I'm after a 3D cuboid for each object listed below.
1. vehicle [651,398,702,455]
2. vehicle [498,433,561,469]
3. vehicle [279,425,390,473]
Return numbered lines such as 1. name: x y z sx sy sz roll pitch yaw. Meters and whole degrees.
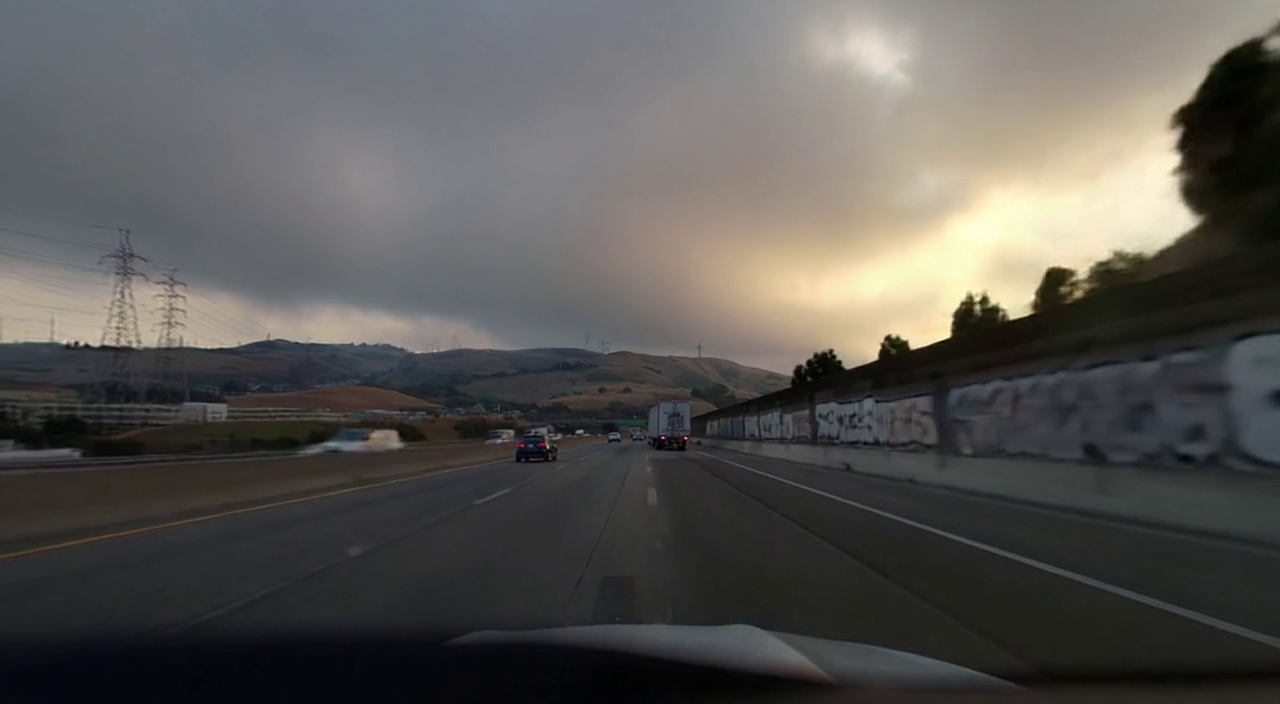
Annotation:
1. vehicle: 2.539 5.823 48.187 3.060 3.842 11.095 0 -8 -1
2. vehicle: -4.827 4.392 28.138 1.965 1.486 4.448 0 -8 1
3. vehicle: -12.417 3.969 26.064 2.136 1.767 4.755 0 -8 1
